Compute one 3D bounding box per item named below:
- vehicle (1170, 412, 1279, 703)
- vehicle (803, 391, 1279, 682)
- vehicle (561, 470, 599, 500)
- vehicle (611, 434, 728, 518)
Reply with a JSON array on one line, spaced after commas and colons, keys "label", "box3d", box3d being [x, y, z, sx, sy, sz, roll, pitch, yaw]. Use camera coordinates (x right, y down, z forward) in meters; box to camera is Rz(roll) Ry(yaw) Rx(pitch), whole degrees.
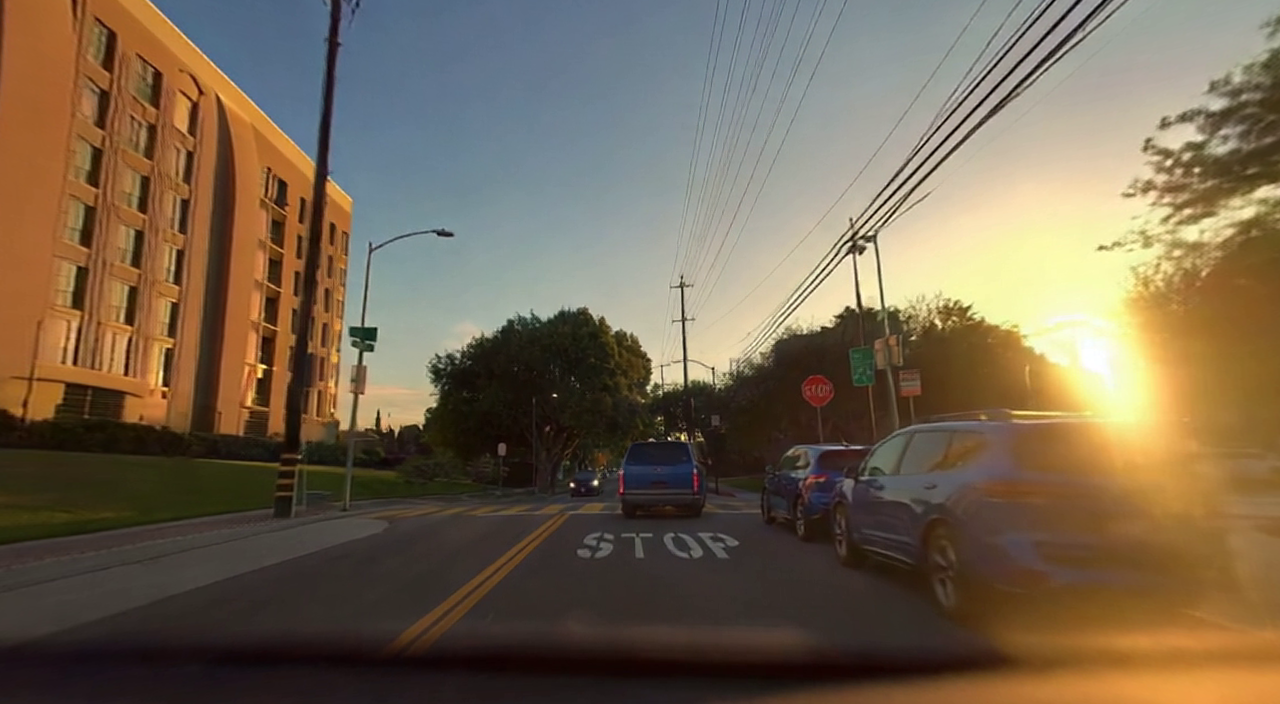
[{"label": "vehicle", "box3d": [3.400, 0.739, 0.813, 1.828, 1.476, 3.984, 0, -8, -3]}, {"label": "vehicle", "box3d": [3.266, 1.429, 6.099, 2.039, 1.731, 4.428, 0, -8, -2]}, {"label": "vehicle", "box3d": [-3.604, 8.086, 38.566, 1.911, 1.563, 4.057, 0, -8, 0]}, {"label": "vehicle", "box3d": [0.949, 3.059, 16.266, 2.214, 1.789, 4.872, -2, -9, 12]}]
